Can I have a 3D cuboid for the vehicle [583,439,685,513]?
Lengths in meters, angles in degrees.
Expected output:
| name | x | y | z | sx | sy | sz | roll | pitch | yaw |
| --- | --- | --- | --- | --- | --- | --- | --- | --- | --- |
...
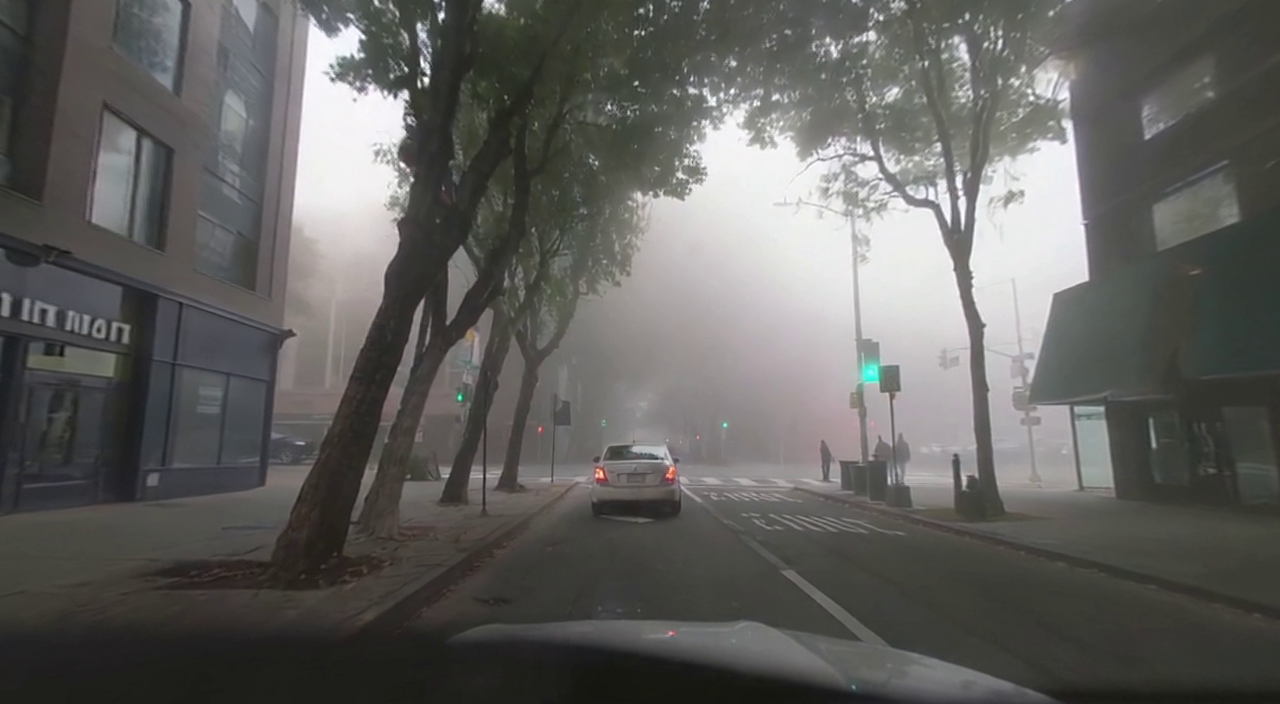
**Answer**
| name | x | y | z | sx | sy | sz | roll | pitch | yaw |
| --- | --- | --- | --- | --- | --- | --- | --- | --- | --- |
| vehicle | -0.139 | 2.902 | 15.324 | 2.106 | 1.482 | 4.459 | 0 | -9 | 0 |
